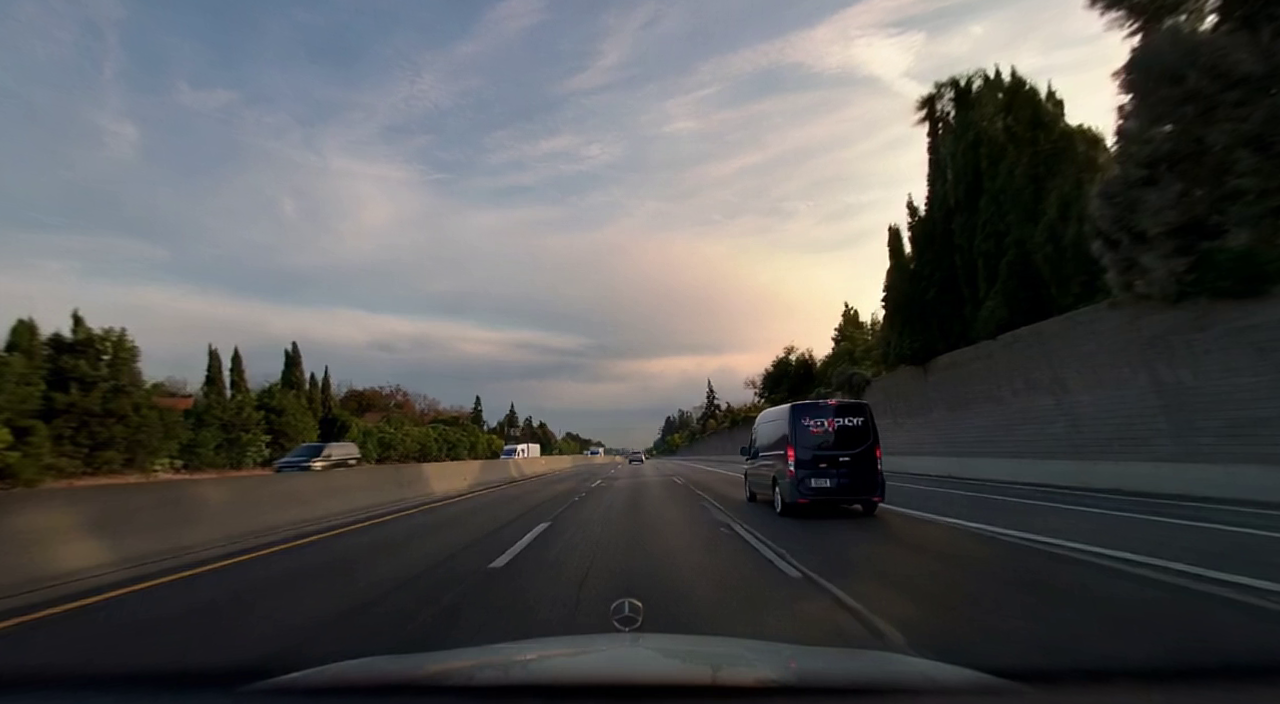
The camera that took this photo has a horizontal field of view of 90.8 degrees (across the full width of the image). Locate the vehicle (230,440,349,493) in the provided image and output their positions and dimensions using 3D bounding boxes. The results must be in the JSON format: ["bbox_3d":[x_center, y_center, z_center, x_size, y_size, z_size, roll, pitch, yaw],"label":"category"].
[{"bbox_3d":[-16.558,5.423,30.326,2.368,2.279,5.834,0,-9,-1],"label":"vehicle"}]

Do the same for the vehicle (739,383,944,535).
[{"bbox_3d":[3.868,2.258,13.677,2.373,2.561,5.922,0,-9,-1],"label":"vehicle"}]

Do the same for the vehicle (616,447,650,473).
[{"bbox_3d":[-0.434,7.305,42.823,2.168,1.653,4.307,0,-9,0],"label":"vehicle"}]
